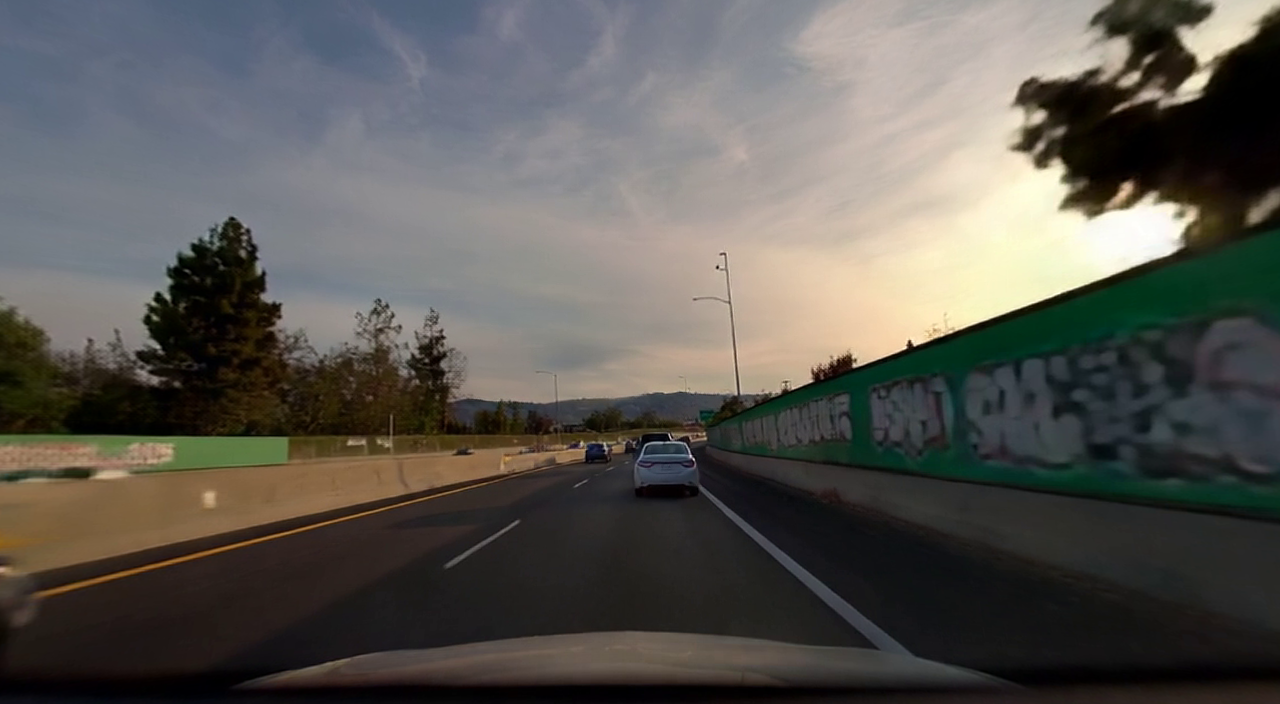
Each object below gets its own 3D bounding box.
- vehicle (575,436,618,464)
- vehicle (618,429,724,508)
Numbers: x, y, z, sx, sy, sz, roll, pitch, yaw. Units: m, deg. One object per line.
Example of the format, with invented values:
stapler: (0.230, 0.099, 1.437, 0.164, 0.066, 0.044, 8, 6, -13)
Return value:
vehicle: (-2.554, 5.898, 37.967, 2.105, 1.571, 3.727, -1, -8, 3)
vehicle: (0.631, 2.578, 14.369, 2.077, 1.533, 3.854, 0, -8, 1)
